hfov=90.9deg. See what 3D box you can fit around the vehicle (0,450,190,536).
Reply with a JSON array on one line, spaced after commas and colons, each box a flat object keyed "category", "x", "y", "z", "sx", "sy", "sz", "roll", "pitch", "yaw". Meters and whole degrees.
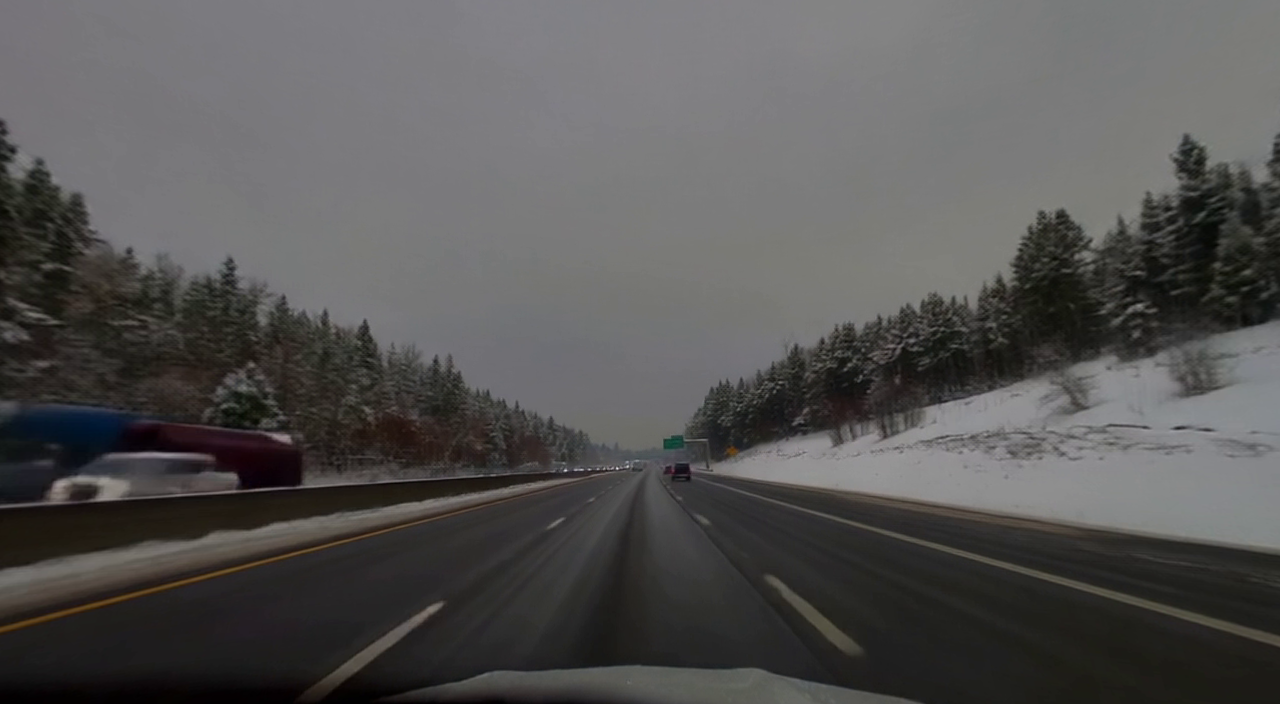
[{"category": "vehicle", "x": -10.661, "y": 2.583, "z": 11.924, "sx": 1.690, "sy": 1.352, "sz": 3.506, "roll": 1, "pitch": -10, "yaw": -1}]
